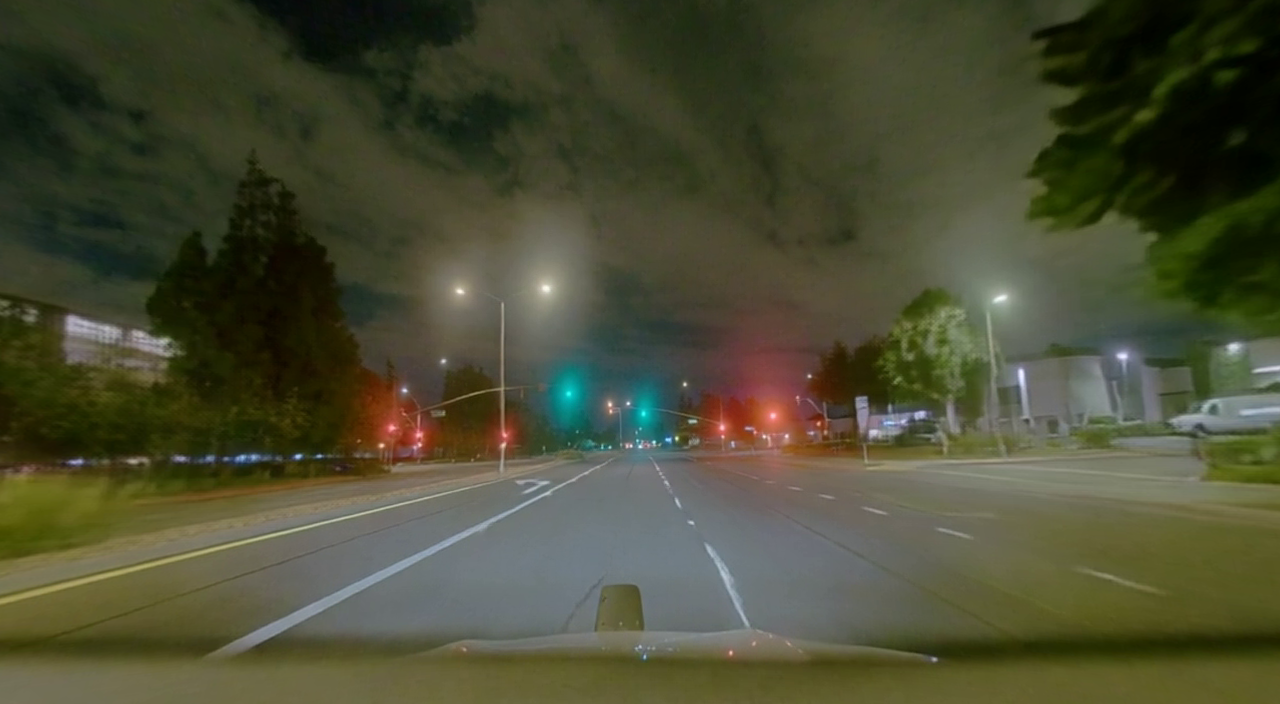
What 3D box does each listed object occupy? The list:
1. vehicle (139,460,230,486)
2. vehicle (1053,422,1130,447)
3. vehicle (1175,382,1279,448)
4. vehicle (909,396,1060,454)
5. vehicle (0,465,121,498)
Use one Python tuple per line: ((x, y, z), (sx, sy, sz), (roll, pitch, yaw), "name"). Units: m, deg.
((-30.141, 8.017, 41.875), (4.396, 1.633, 2.000), (0, -9, 0), "vehicle")
((32.842, 6.073, 46.155), (1.990, 1.708, 4.629), (-1, -9, -3), "vehicle")
((32.606, 3.388, 33.044), (2.751, 3.197, 7.018), (0, -9, -2), "vehicle")
((20.559, 4.434, 38.014), (7.304, 3.335, 2.869), (0, -9, -2), "vehicle")
((-30.930, 6.856, 33.625), (4.713, 1.607, 2.022), (0, -9, 1), "vehicle")
